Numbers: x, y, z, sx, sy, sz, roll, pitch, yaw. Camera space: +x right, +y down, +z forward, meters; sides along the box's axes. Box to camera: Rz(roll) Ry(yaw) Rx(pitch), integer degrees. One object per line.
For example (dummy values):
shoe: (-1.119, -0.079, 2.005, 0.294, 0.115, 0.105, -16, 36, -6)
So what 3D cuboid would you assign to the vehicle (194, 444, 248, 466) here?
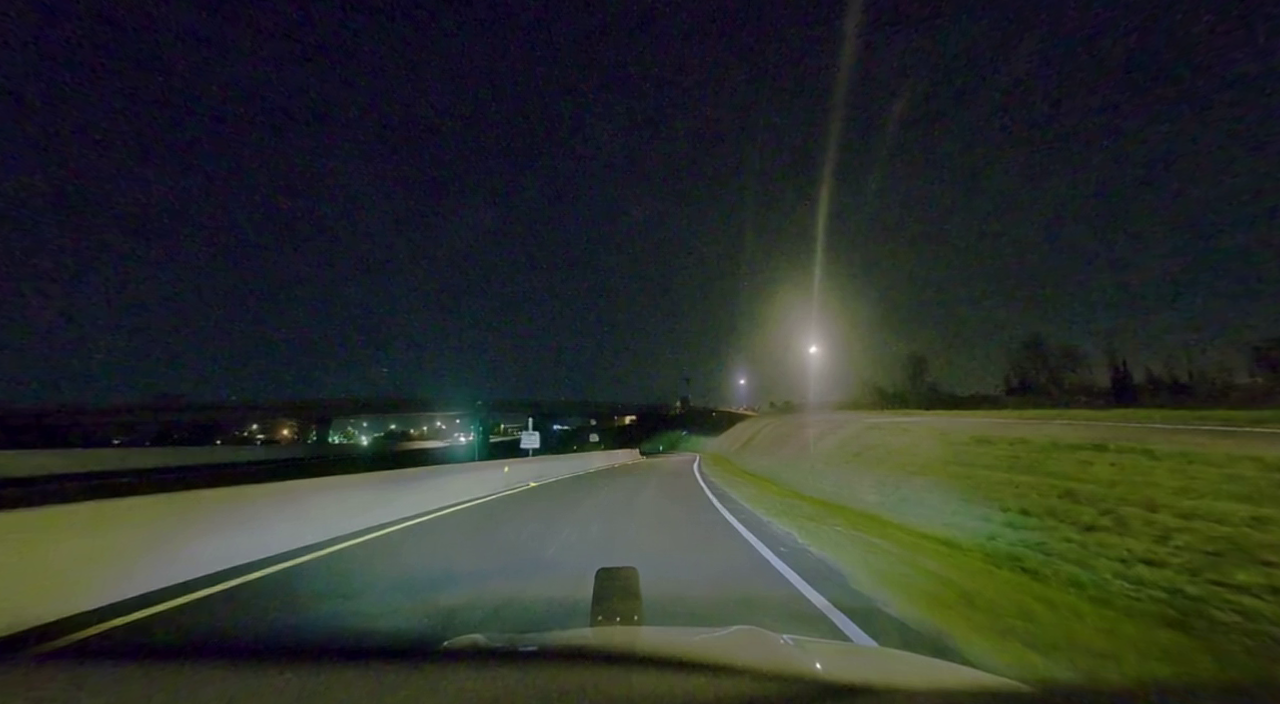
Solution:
vehicle: (-31.963, 7.821, 48.096, 1.958, 1.562, 4.494, 2, -8, -14)
